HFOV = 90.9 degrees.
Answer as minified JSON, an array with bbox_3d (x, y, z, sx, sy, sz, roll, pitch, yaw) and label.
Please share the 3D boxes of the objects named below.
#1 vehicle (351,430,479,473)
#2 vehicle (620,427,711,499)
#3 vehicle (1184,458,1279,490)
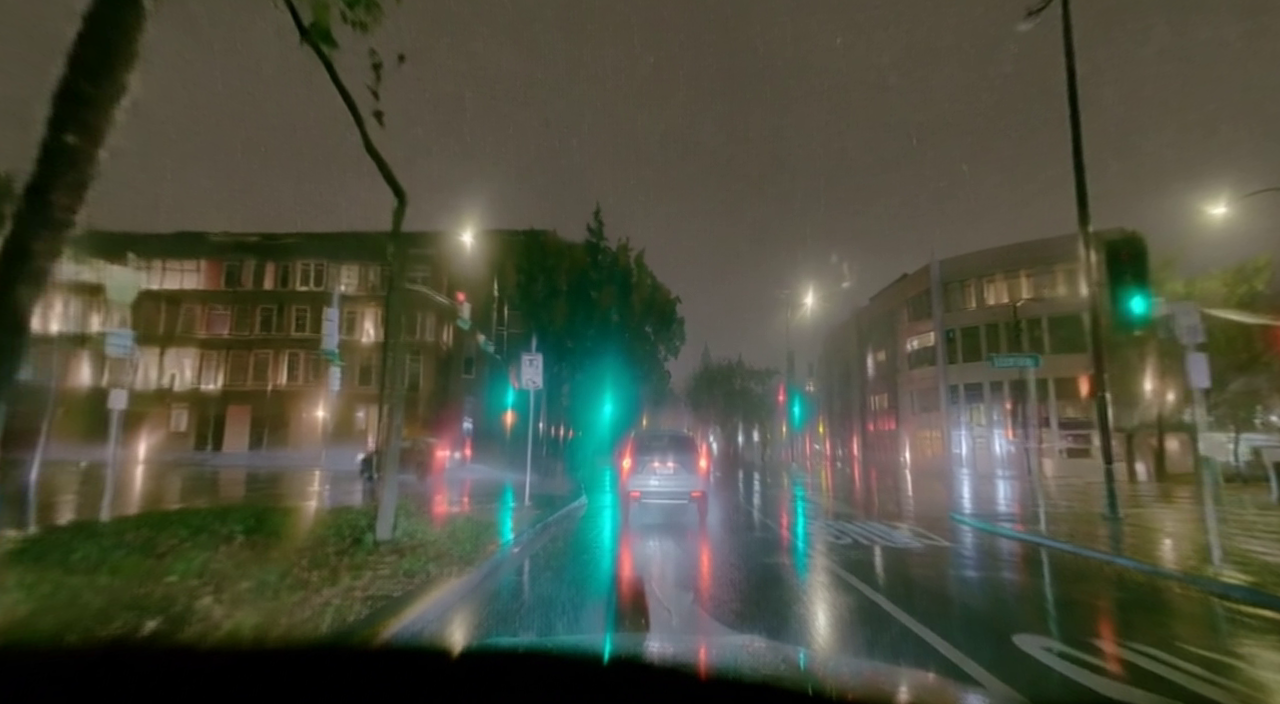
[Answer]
[{"bbox_3d":[-8.633,3.809,24.236,4.282,1.519,2.077,-4,-9,21],"label":"vehicle"},{"bbox_3d":[0.659,2.831,16.438,2.079,1.621,3.861,-1,-8,2],"label":"vehicle"},{"bbox_3d":[30.423,6.081,31.557,4.668,1.441,1.904,0,-8,-4],"label":"vehicle"}]
